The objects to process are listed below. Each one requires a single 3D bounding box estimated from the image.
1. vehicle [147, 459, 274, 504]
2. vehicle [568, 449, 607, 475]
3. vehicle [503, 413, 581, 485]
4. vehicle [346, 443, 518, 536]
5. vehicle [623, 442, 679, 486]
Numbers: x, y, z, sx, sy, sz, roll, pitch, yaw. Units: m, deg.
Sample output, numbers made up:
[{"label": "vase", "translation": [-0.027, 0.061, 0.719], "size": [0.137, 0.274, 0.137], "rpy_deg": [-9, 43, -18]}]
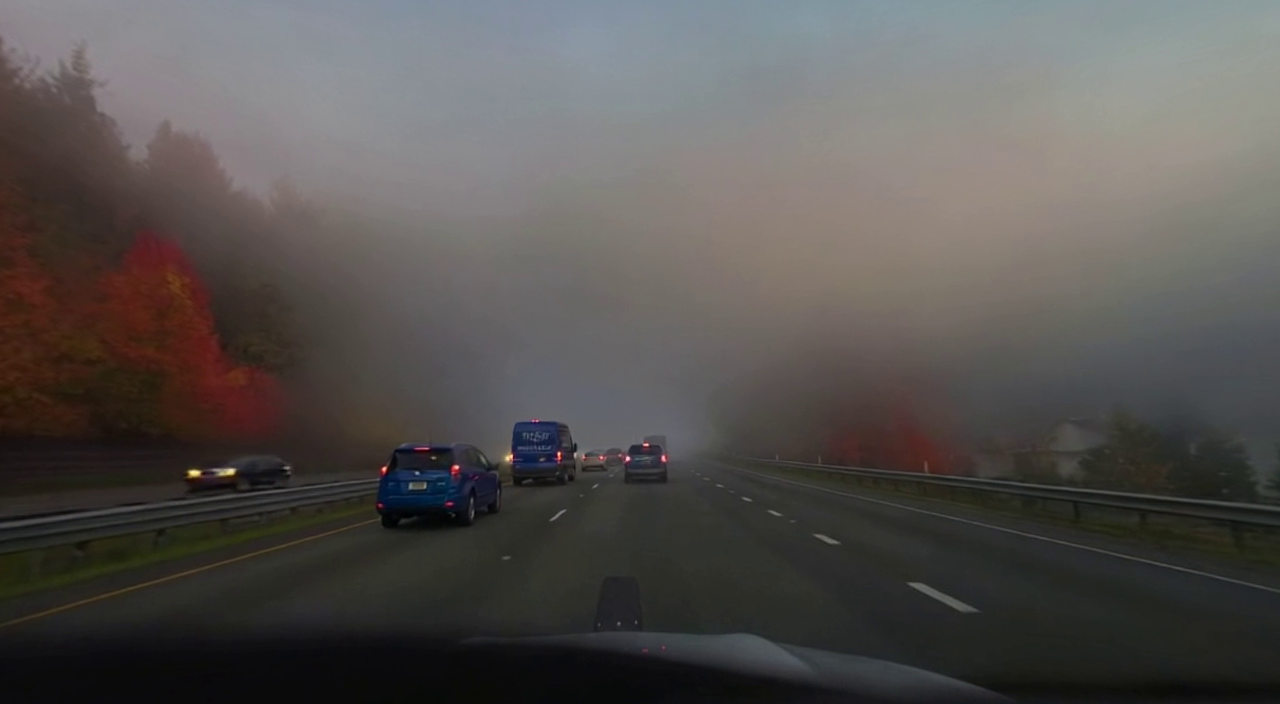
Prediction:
[{"label": "vehicle", "translation": [-17.104, 5.155, 25.276], "size": [1.889, 1.537, 4.361], "rpy_deg": [-1, -9, 2]}, {"label": "vehicle", "translation": [-3.252, 6.923, 39.656], "size": [2.015, 1.496, 4.312], "rpy_deg": [0, -9, 1]}, {"label": "vehicle", "translation": [-3.992, 4.129, 26.757], "size": [2.275, 2.692, 5.810], "rpy_deg": [0, -9, 1]}, {"label": "vehicle", "translation": [-3.781, 2.550, 12.257], "size": [1.977, 1.485, 3.973], "rpy_deg": [0, -9, 0]}, {"label": "vehicle", "translation": [0.444, 4.689, 26.409], "size": [2.195, 1.679, 4.070], "rpy_deg": [0, -9, 0]}]
